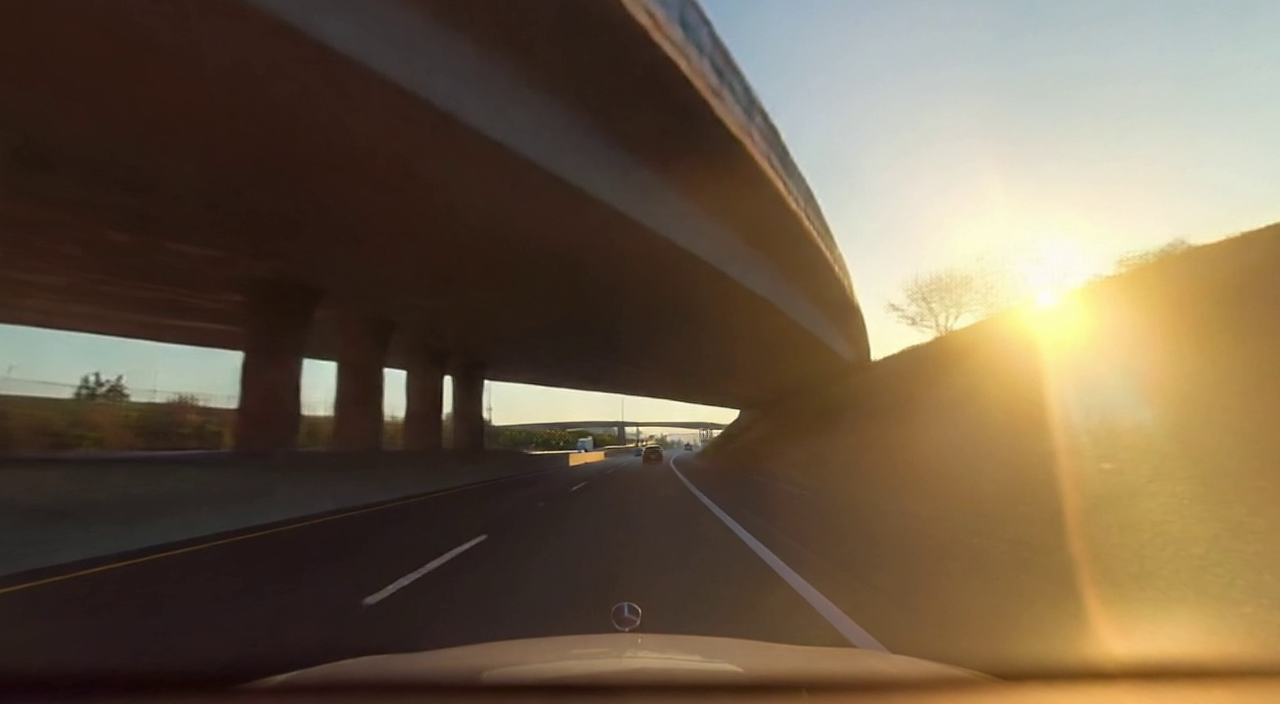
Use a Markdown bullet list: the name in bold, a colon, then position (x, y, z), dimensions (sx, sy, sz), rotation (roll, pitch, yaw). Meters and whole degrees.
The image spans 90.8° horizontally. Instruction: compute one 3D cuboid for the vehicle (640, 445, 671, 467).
- **vehicle**: position (1.151, 7.809, 47.421), dimensions (2.221, 1.603, 4.149), rotation (-1, -9, 2)
